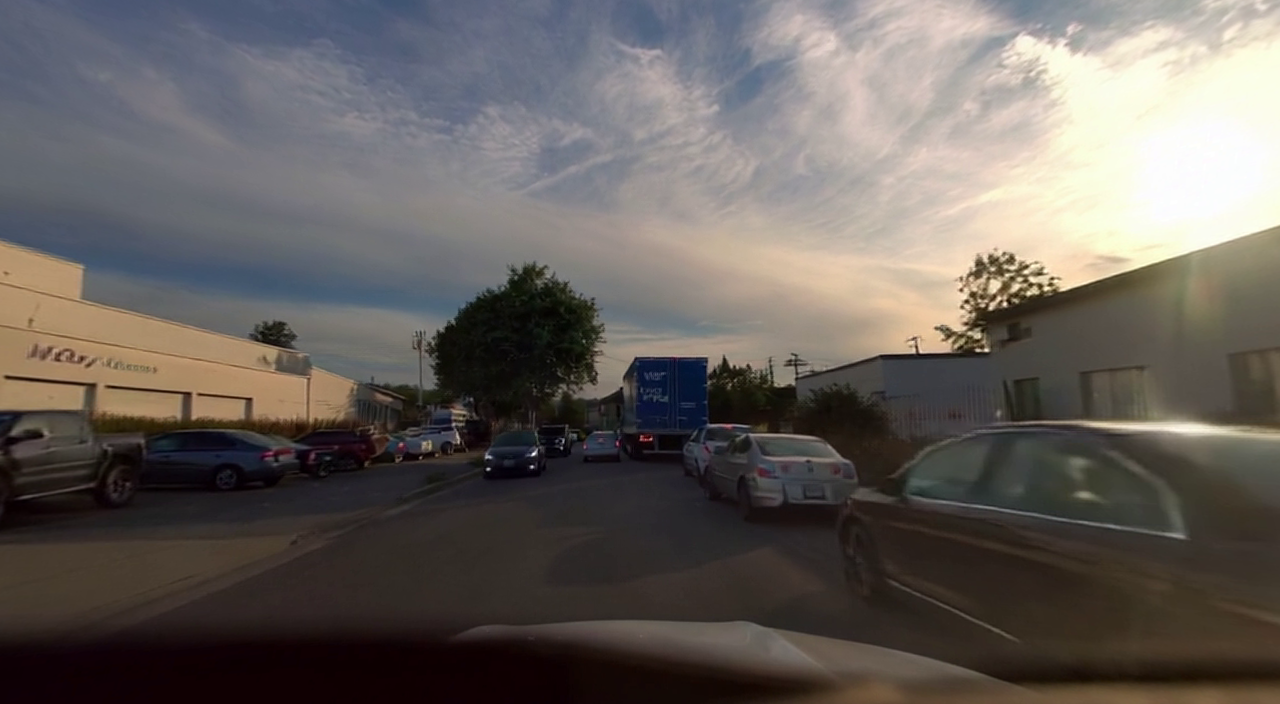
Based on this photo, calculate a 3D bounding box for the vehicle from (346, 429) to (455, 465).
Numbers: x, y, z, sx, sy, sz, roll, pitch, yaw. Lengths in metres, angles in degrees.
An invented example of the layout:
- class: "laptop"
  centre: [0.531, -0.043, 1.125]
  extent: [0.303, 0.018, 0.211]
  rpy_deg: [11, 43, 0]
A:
- class: "vehicle"
  centre: [-10.183, 4.045, 27.056]
  extent: [4.015, 1.461, 1.903]
  rpy_deg: [1, -8, -7]

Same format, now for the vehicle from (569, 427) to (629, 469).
- class: "vehicle"
  centre: [-1.563, 3.721, 24.743]
  extent: [2.160, 1.498, 3.909]
  rpy_deg: [0, -8, -3]

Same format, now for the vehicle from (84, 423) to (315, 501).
- class: "vehicle"
  centre: [-9.325, 2.328, 13.640]
  extent: [3.569, 1.520, 1.797]
  rpy_deg: [0, -8, -6]

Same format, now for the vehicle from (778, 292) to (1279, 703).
- class: "vehicle"
  centre: [2.353, 0.900, 3.200]
  extent: [1.900, 1.644, 4.448]
  rpy_deg: [0, -8, -6]

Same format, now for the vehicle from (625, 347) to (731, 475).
- class: "vehicle"
  centre: [1.058, 2.839, 27.545]
  extent: [2.865, 4.113, 14.471]
  rpy_deg: [0, -8, -3]

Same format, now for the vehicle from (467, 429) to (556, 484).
- class: "vehicle"
  centre: [-3.747, 3.101, 19.103]
  extent: [1.989, 1.481, 4.008]
  rpy_deg: [0, -8, -2]

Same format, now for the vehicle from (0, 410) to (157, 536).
- class: "vehicle"
  centre: [-9.943, 1.791, 9.713]
  extent: [1.996, 1.719, 4.382]
  rpy_deg: [2, -8, -10]
